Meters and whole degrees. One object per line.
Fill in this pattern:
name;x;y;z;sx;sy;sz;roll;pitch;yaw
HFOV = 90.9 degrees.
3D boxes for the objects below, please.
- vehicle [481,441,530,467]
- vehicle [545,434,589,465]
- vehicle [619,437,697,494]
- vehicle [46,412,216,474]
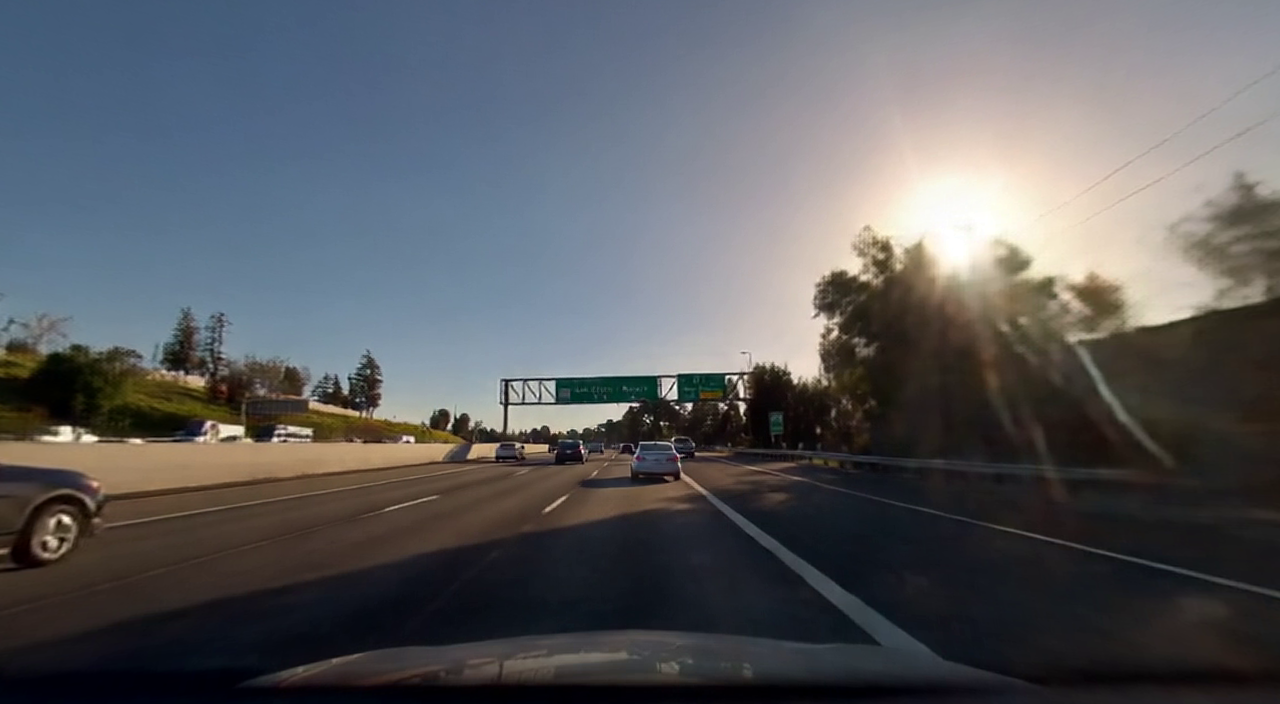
vehicle;-8.119;6.196;38.438;1.974;1.464;4.733;0;-8;-1
vehicle;-4.426;5.978;38.872;2.289;1.777;4.534;0;-8;-2
vehicle;0.423;3.310;18.816;2.082;1.482;4.126;0;-8;-1
vehicle;-29.091;5.319;36.819;2.815;3.121;8.954;0;-8;-3
